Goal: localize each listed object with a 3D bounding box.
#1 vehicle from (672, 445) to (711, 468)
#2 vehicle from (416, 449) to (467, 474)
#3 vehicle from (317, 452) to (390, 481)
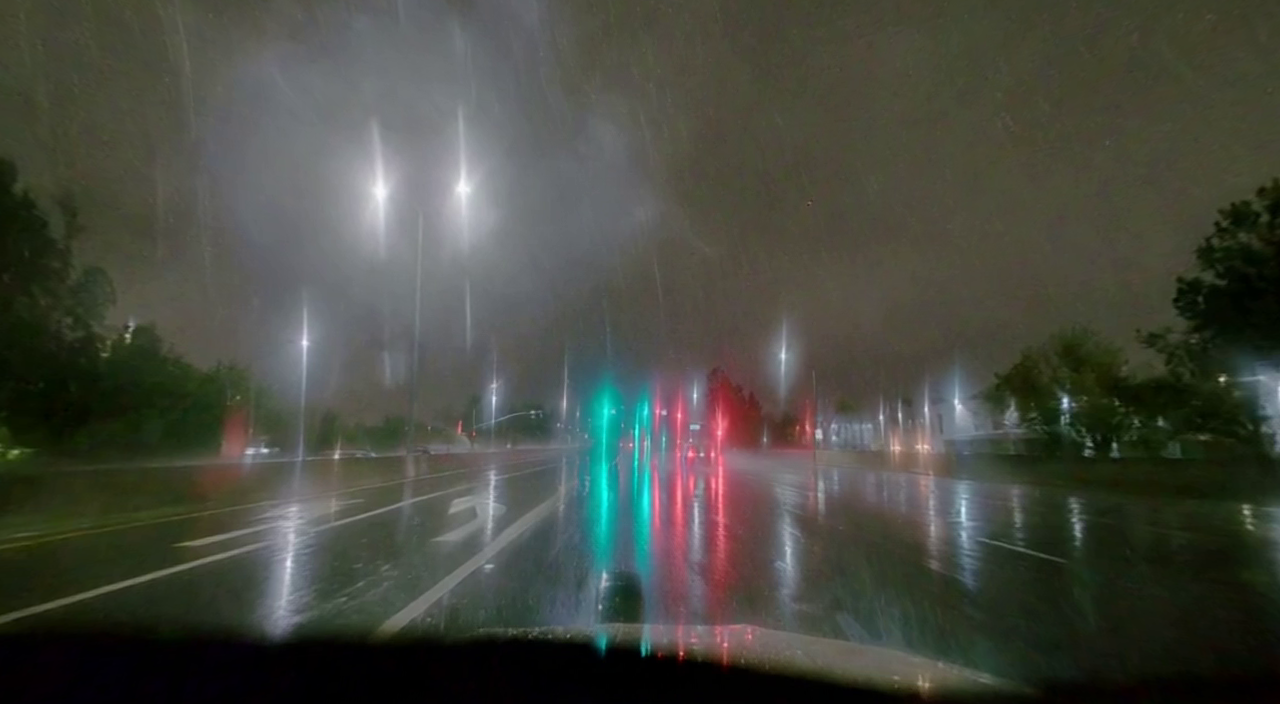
[{"bbox_3d":[3.469,7.156,43.303,2.187,1.475,4.529,0,-9,-1],"label":"vehicle"},{"bbox_3d":[-12.723,7.012,40.802,1.870,1.501,4.364,0,-9,0],"label":"vehicle"},{"bbox_3d":[-15.776,6.327,35.109,1.926,1.445,4.556,0,-9,0],"label":"vehicle"}]
